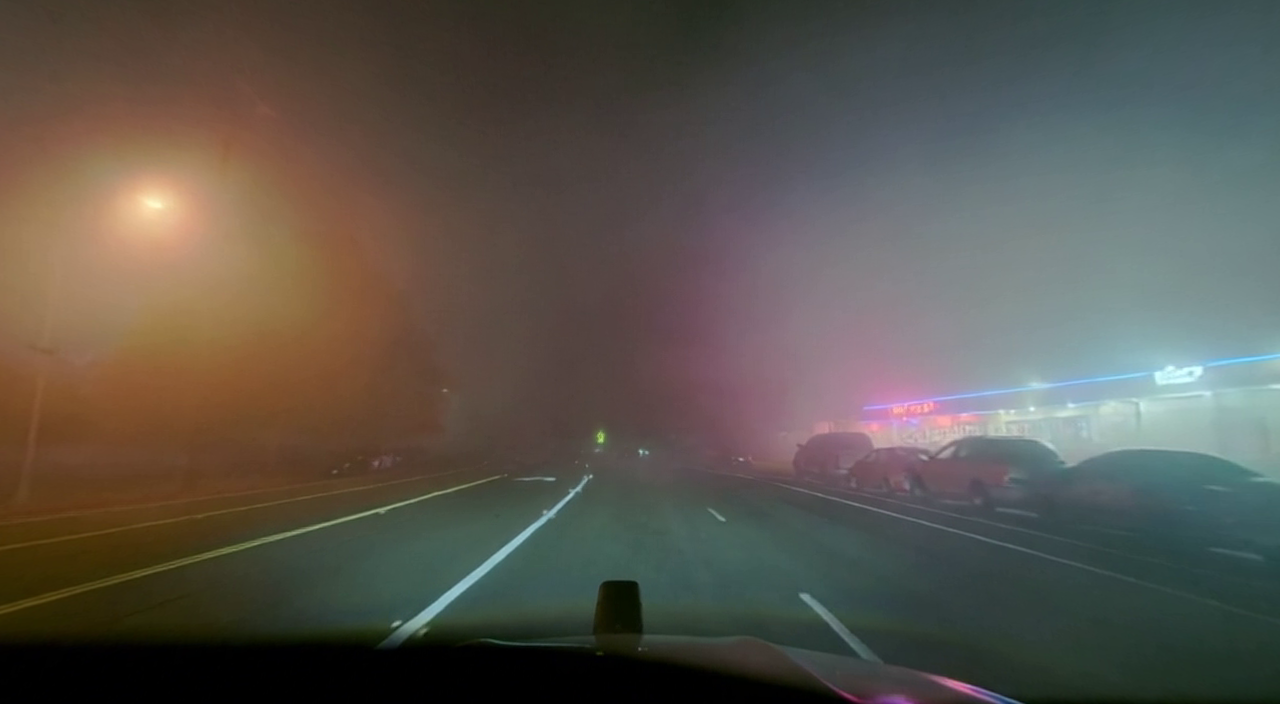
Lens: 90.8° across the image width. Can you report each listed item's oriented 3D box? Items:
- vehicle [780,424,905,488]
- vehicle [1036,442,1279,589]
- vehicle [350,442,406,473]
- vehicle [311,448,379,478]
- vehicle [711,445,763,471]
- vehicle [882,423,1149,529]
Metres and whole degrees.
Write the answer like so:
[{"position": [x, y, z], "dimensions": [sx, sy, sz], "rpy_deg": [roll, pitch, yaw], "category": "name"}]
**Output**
[{"position": [7.370, 3.901, 23.951], "dimensions": [2.543, 2.114, 5.984], "rpy_deg": [0, -9, -2], "category": "vehicle"}, {"position": [7.424, 1.855, 7.709], "dimensions": [1.870, 1.469, 5.136], "rpy_deg": [0, -9, 0], "category": "vehicle"}, {"position": [-16.042, 6.475, 38.925], "dimensions": [1.927, 1.748, 4.474], "rpy_deg": [1, -9, -7], "category": "vehicle"}, {"position": [-15.643, 5.868, 33.781], "dimensions": [2.027, 1.470, 4.550], "rpy_deg": [1, -9, -8], "category": "vehicle"}, {"position": [5.926, 6.530, 39.152], "dimensions": [1.872, 1.515, 4.799], "rpy_deg": [1, -9, -8], "category": "vehicle"}, {"position": [7.498, 2.531, 13.520], "dimensions": [2.425, 1.818, 5.028], "rpy_deg": [0, -9, -3], "category": "vehicle"}]
